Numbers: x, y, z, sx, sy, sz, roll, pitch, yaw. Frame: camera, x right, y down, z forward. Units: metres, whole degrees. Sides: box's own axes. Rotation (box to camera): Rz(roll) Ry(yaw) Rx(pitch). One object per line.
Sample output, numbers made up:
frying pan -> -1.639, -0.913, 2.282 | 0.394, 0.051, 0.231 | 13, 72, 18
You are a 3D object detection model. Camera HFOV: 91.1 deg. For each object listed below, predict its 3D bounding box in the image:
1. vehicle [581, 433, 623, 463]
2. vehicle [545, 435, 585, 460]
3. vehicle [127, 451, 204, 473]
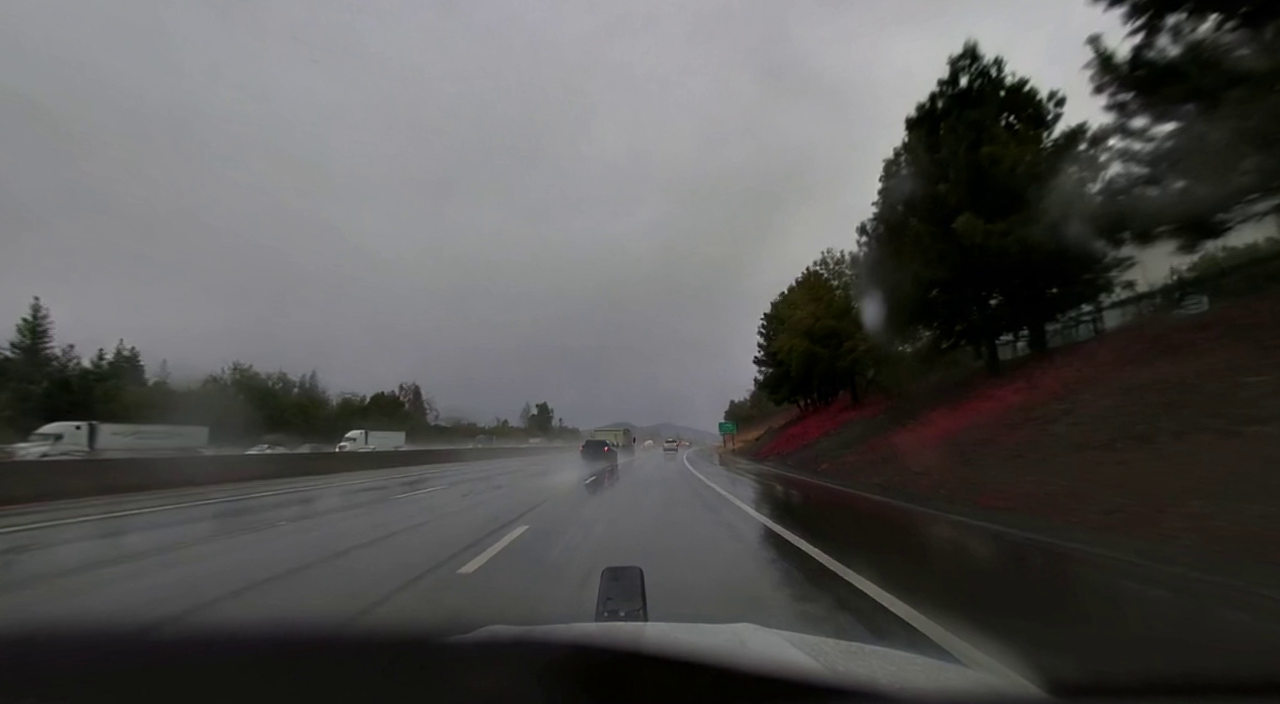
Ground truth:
vehicle -> -2.308, 5.972, 39.174 | 2.194, 1.766, 3.720 | 0, -8, 3
vehicle -> -5.573, 7.182, 47.196 | 2.078, 1.729, 4.722 | 0, -9, 4
vehicle -> -37.036, 8.583, 49.152 | 1.802, 1.516, 5.182 | 0, -9, 3
